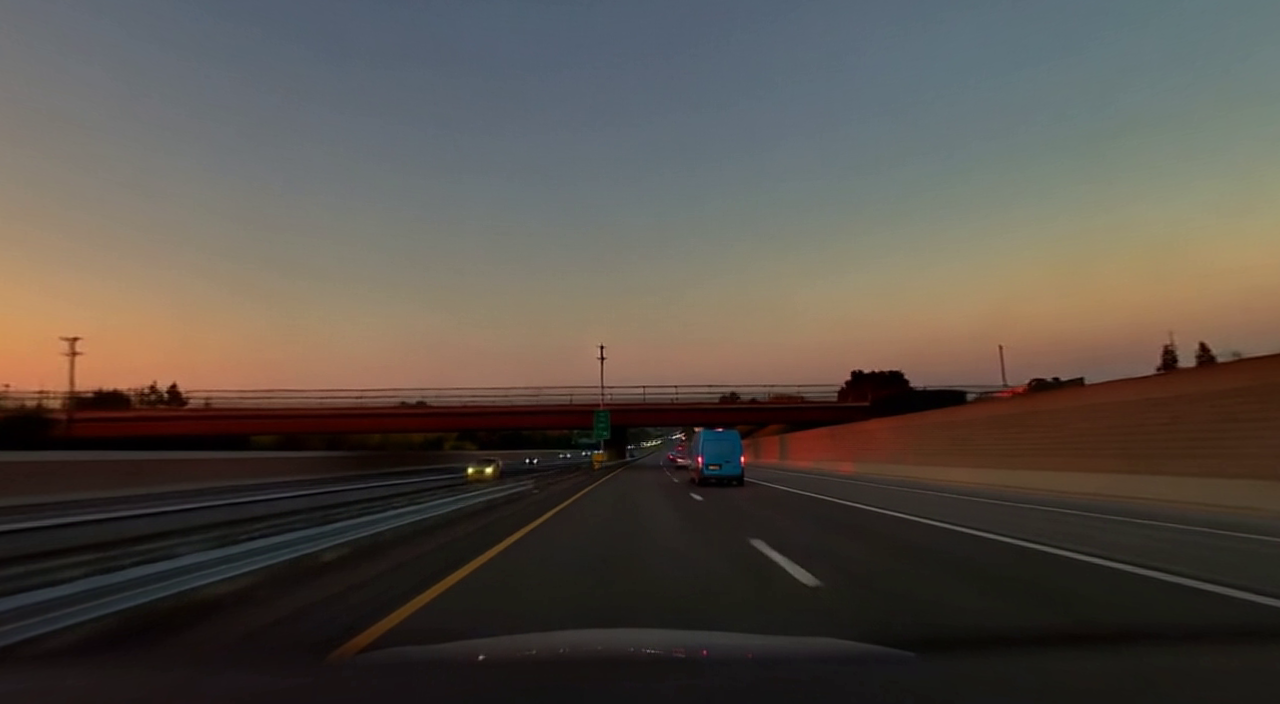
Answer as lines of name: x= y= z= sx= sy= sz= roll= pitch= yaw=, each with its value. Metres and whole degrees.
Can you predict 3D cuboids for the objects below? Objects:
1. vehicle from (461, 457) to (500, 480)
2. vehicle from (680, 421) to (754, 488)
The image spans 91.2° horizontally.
vehicle: x=-12.162 y=8.920 z=48.042 sx=1.890 sy=1.593 sz=4.054 roll=-1 pitch=-9 yaw=1
vehicle: x=3.224 y=4.459 z=27.483 sx=2.560 sy=2.598 sz=5.581 roll=-1 pitch=-9 yaw=1
